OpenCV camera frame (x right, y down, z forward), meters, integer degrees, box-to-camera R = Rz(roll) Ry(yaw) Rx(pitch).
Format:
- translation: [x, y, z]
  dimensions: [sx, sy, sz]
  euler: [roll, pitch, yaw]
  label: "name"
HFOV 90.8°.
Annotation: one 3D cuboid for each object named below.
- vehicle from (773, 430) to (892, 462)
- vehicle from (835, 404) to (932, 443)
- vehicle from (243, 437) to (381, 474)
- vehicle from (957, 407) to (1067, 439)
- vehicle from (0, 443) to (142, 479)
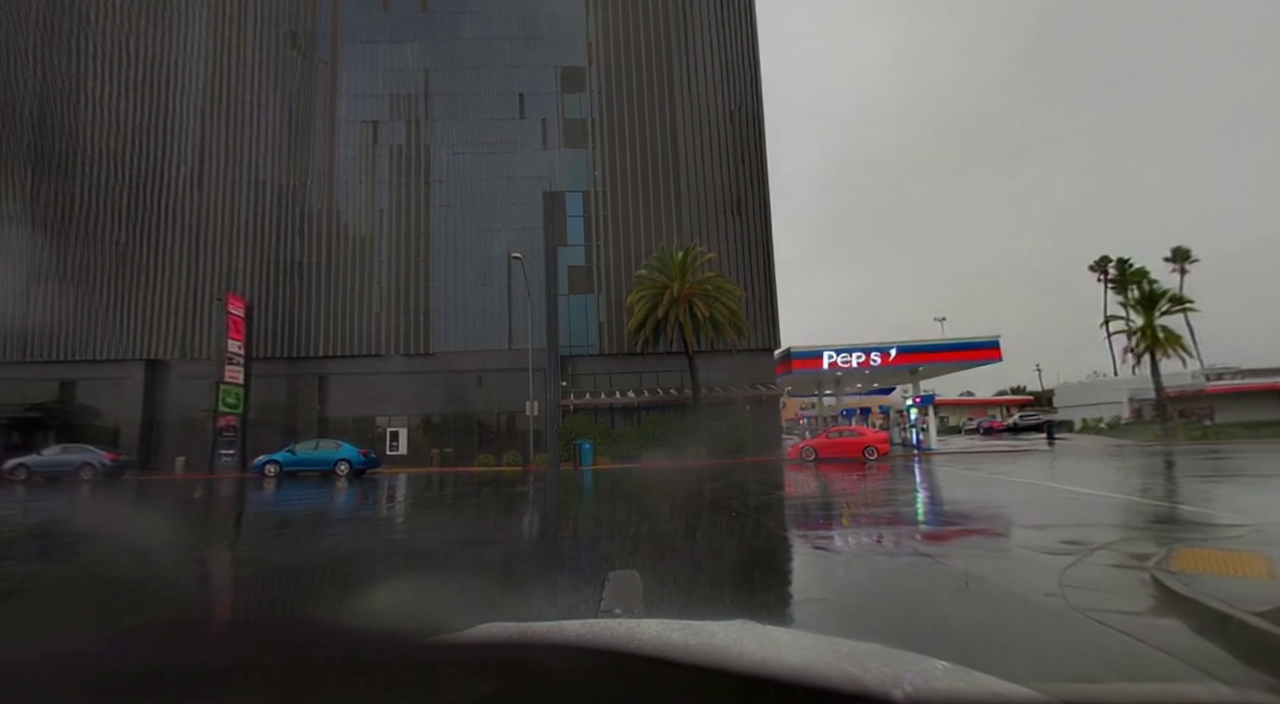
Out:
- translation: [8.566, 4.230, 28.329]
  dimensions: [4.782, 1.371, 1.763]
  euler: [1, -9, -6]
  label: "vehicle"
- translation: [16.158, 4.803, 42.132]
  dimensions: [5.524, 2.504, 2.196]
  euler: [1, -9, -3]
  label: "vehicle"
- translation: [-13.931, 4.420, 27.027]
  dimensions: [4.857, 1.497, 1.811]
  euler: [0, -9, 2]
  label: "vehicle"
- translation: [28.596, 5.456, 48.721]
  dimensions: [7.026, 2.329, 2.545]
  euler: [1, -6, -4]
  label: "vehicle"
- translation: [-23.606, 4.502, 26.175]
  dimensions: [4.321, 1.430, 1.775]
  euler: [0, -9, -2]
  label: "vehicle"
